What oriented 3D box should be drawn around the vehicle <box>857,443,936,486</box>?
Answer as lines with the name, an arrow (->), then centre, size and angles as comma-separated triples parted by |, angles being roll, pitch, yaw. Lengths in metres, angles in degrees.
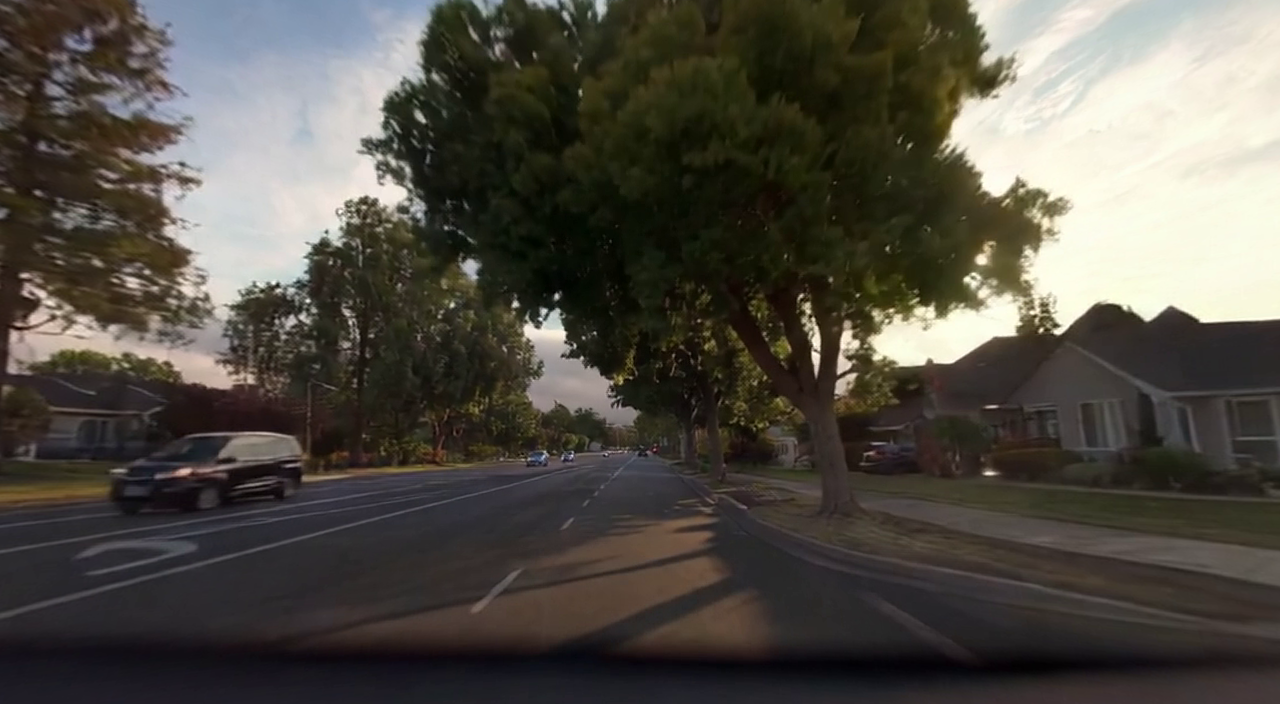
vehicle -> 10.754, 4.727, 26.698 | 1.737, 1.633, 3.268 | -1, -9, -4

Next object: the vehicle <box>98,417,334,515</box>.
vehicle -> -9.267, 2.537, 14.440 | 2.057, 1.865, 4.626 | 0, -9, 1
